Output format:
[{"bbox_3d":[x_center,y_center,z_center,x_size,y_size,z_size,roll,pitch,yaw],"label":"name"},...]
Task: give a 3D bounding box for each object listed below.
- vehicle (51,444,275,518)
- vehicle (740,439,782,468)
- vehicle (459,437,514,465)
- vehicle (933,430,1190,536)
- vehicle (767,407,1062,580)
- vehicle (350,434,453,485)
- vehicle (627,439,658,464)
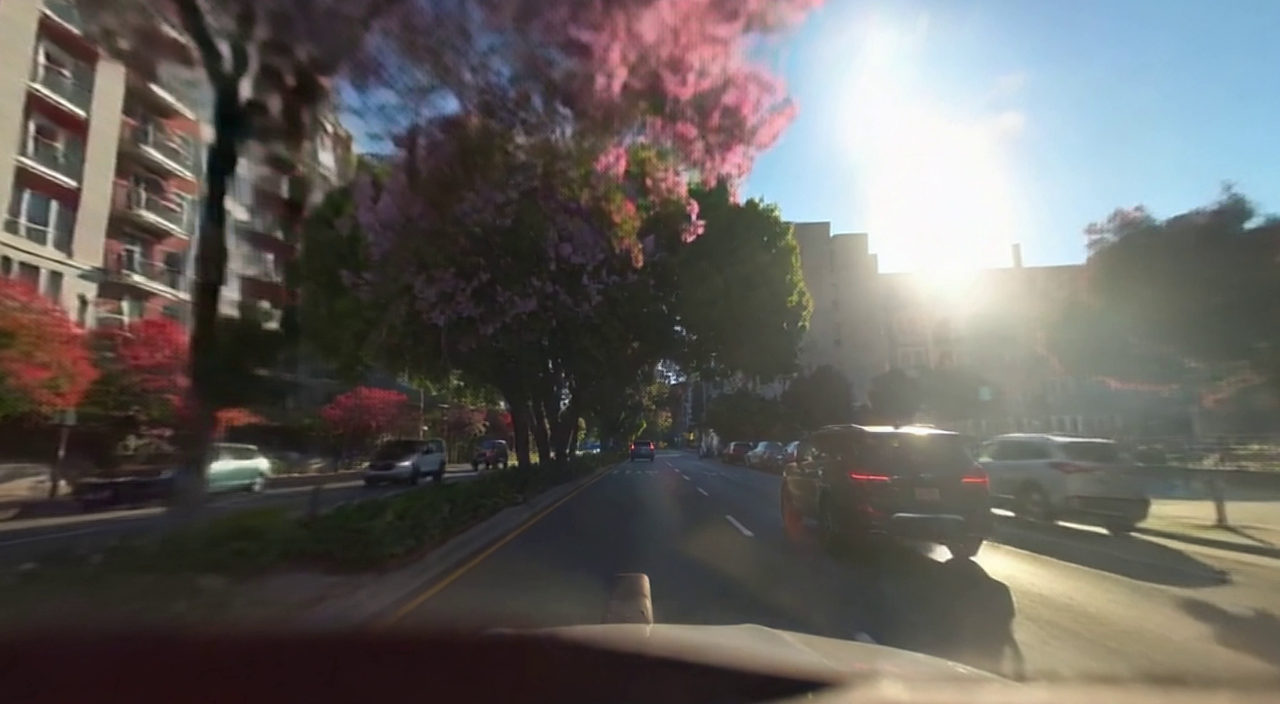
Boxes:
[{"bbox_3d":[-11.446,3.064,15.656,2.053,1.545,4.417,0,-8,1],"label":"vehicle"},{"bbox_3d":[7.802,6.568,40.950,1.895,1.799,4.265,0,-8,0],"label":"vehicle"},{"bbox_3d":[-10.934,7.111,45.403,2.502,1.881,5.953,0,-8,0],"label":"vehicle"},{"bbox_3d":[7.716,2.398,12.227,1.869,1.658,4.405,0,-8,0],"label":"vehicle"},{"bbox_3d":[3.277,1.781,8.795,2.071,1.747,4.549,0,-8,0],"label":"vehicle"},{"bbox_3d":[-8.517,3.868,23.010,2.042,1.654,4.504,0,-8,0],"label":"vehicle"},{"bbox_3d":[0.221,7.563,47.937,2.244,1.813,4.129,0,-8,1],"label":"vehicle"}]
